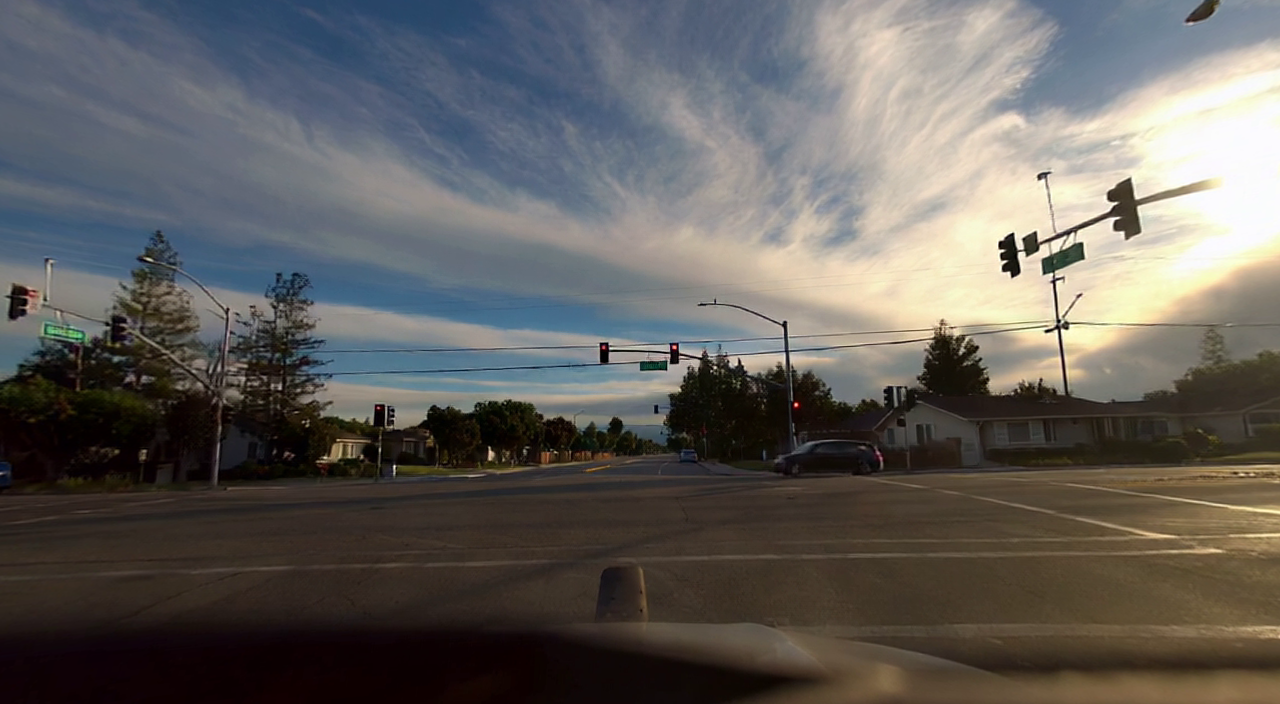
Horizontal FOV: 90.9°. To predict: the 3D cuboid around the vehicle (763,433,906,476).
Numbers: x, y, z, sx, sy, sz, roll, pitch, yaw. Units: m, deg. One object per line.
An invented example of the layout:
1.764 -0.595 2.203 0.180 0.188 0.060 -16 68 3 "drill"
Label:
6.917 3.691 22.763 4.562 1.460 1.822 0 -8 -1 "vehicle"
